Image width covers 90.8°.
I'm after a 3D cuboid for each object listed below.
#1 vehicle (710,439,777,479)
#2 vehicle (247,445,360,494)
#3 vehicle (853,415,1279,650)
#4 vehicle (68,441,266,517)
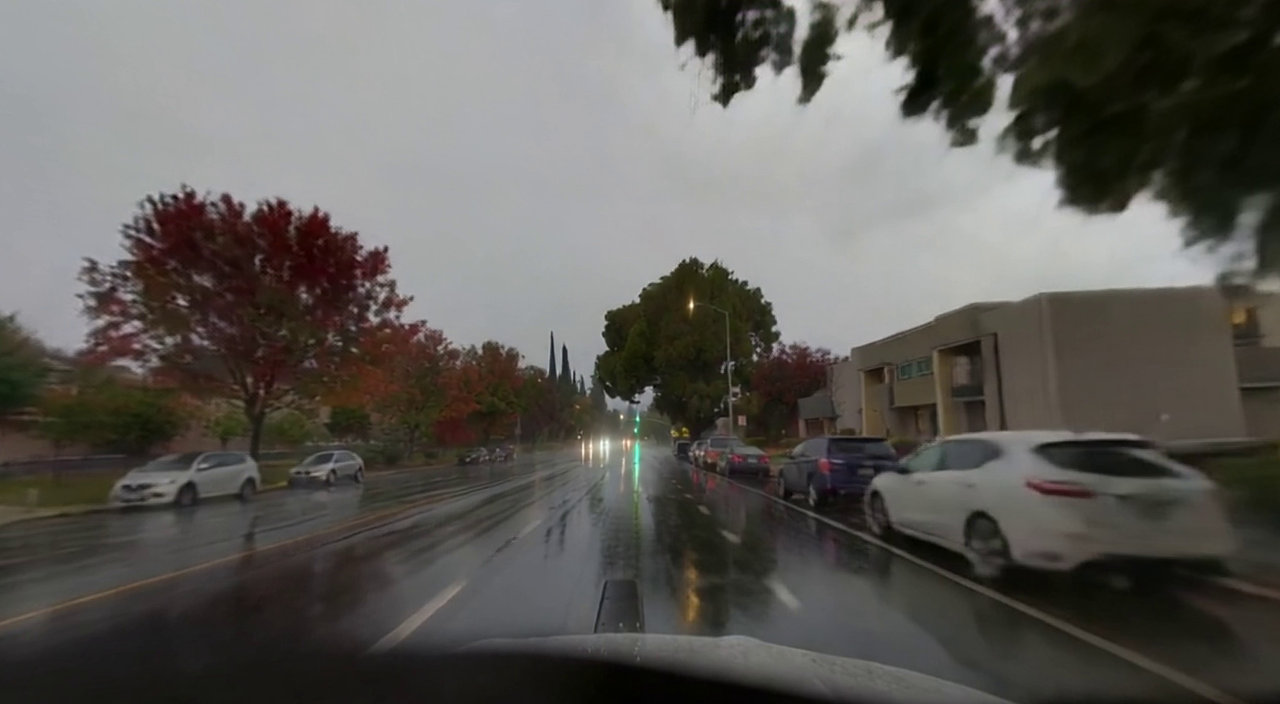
[{"bbox_3d":[4.087,4.260,25.590,1.845,1.443,4.531,0,-8,-1],"label":"vehicle"},{"bbox_3d":[-13.861,4.826,26.422,2.239,1.645,4.700,-2,-7,-1],"label":"vehicle"},{"bbox_3d":[4.156,1.536,6.730,1.975,1.531,5.012,0,-8,-1],"label":"vehicle"},{"bbox_3d":[-13.613,3.617,18.728,2.220,1.747,4.980,-3,-7,-2],"label":"vehicle"}]
